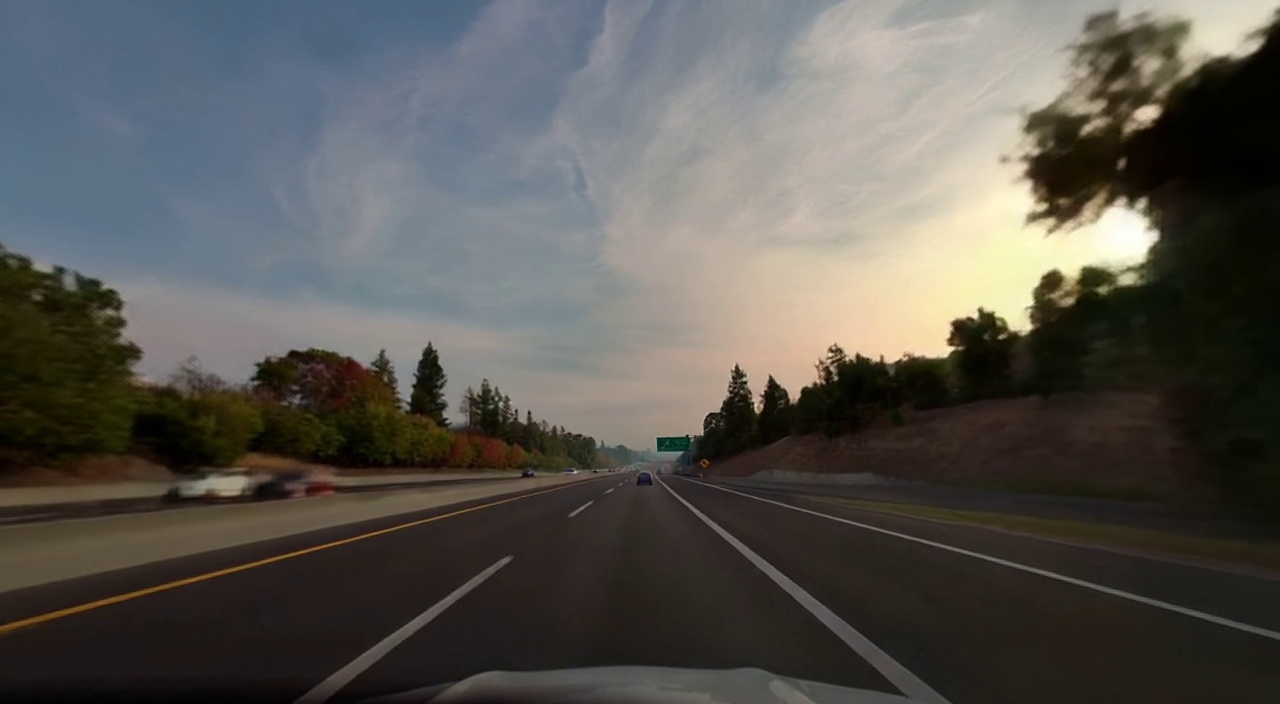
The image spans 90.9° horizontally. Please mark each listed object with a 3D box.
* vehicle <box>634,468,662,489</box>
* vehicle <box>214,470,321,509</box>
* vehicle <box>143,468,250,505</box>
[{"bbox_3d":[0.590,9.755,48.749,2.016,1.530,4.009,1,-11,0],"label":"vehicle"},{"bbox_3d":[-15.491,5.716,26.469,1.983,1.443,3.919,1,-11,1],"label":"vehicle"},{"bbox_3d":[-19.831,5.993,28.391,1.778,1.488,4.043,1,-11,1],"label":"vehicle"}]
